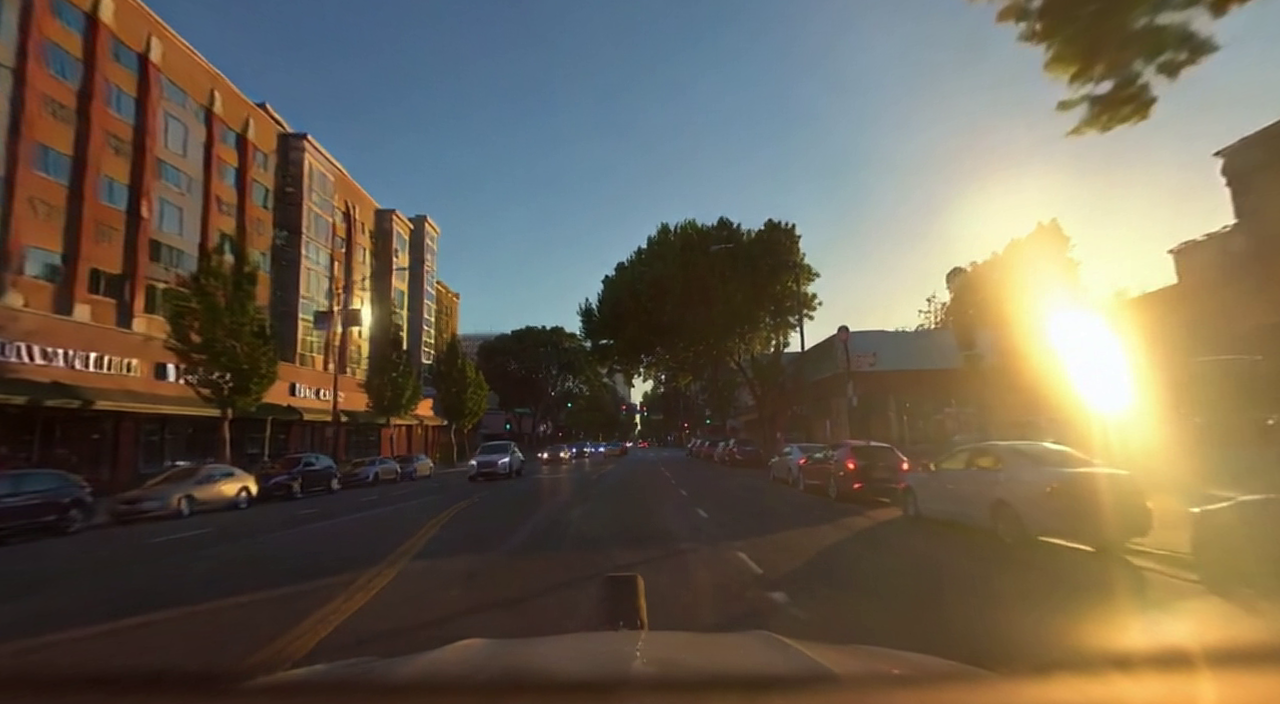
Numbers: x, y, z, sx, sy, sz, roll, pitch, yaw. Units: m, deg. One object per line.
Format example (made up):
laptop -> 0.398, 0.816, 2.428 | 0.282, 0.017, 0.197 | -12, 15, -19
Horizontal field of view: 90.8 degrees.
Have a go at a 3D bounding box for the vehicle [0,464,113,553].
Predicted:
vehicle -> -12.479, 2.920, 11.745 | 1.800, 1.532, 4.110 | 0, -8, 0

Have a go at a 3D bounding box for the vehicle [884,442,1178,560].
vehicle -> 5.844, 2.225, 10.299 | 1.787, 1.463, 4.506 | 0, -8, -2

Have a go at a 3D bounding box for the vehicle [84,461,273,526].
vehicle -> -12.525, 3.820, 17.599 | 1.868, 1.418, 4.415 | -2, -9, 2

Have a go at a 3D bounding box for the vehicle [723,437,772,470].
vehicle -> 6.040, 5.785, 36.128 | 2.047, 1.720, 4.353 | 0, -9, 0

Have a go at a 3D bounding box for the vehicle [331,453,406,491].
vehicle -> -12.468, 5.519, 29.297 | 1.774, 1.570, 3.900 | 0, -8, -1

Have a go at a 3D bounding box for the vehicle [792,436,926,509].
vehicle -> 5.562, 3.092, 16.725 | 1.899, 1.642, 4.463 | 0, -9, 0

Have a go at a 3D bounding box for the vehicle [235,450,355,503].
vehicle -> -12.015, 4.307, 22.351 | 1.834, 1.643, 4.110 | 0, -8, 1

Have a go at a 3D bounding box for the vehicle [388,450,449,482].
vehicle -> -12.178, 6.261, 35.033 | 1.894, 1.654, 3.944 | 0, -8, 0

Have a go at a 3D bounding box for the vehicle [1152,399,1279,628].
vehicle -> 6.004, 1.078, 3.737 | 1.991, 1.771, 4.604 | 0, -9, -1

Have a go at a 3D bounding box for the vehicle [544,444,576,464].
vehicle -> -6.255, 8.005, 49.780 | 1.898, 1.532, 4.337 | 0, -8, 1

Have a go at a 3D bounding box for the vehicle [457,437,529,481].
vehicle -> -6.371, 4.700, 27.966 | 2.095, 1.759, 4.413 | 0, -8, 1
